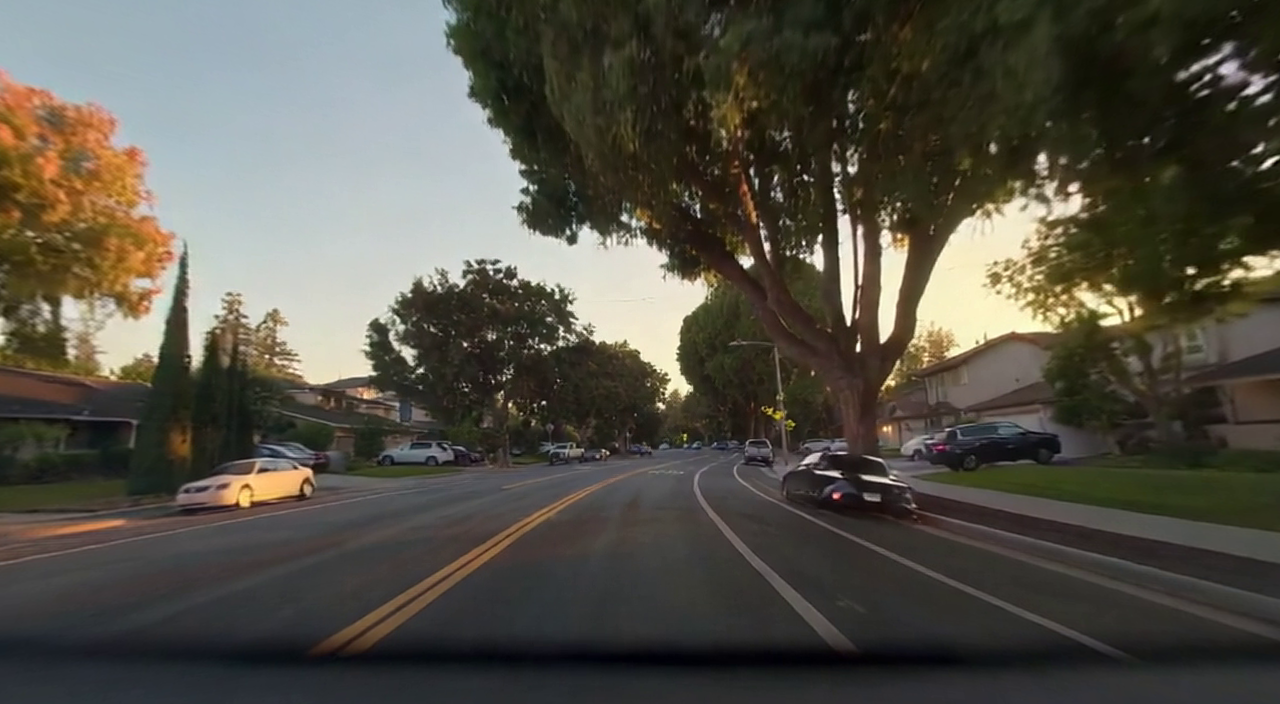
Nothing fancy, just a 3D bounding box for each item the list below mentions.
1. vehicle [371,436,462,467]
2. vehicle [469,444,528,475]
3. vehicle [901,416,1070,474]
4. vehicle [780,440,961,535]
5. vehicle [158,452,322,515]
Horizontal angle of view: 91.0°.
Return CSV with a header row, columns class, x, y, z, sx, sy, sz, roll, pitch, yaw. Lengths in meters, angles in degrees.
class,x,y,z,sx,sy,sz,roll,pitch,yaw
vehicle,-14.937,6.649,42.200,5.192,1.915,2.200,-1,-8,10
vehicle,-8.787,6.724,39.504,2.105,1.776,4.657,-4,-9,8
vehicle,13.286,3.609,24.501,5.216,1.972,2.122,-2,-7,4
vehicle,4.379,2.597,12.809,1.996,1.466,4.458,3,-8,0
vehicle,-11.471,3.835,18.470,2.091,1.461,4.058,-5,-12,2
